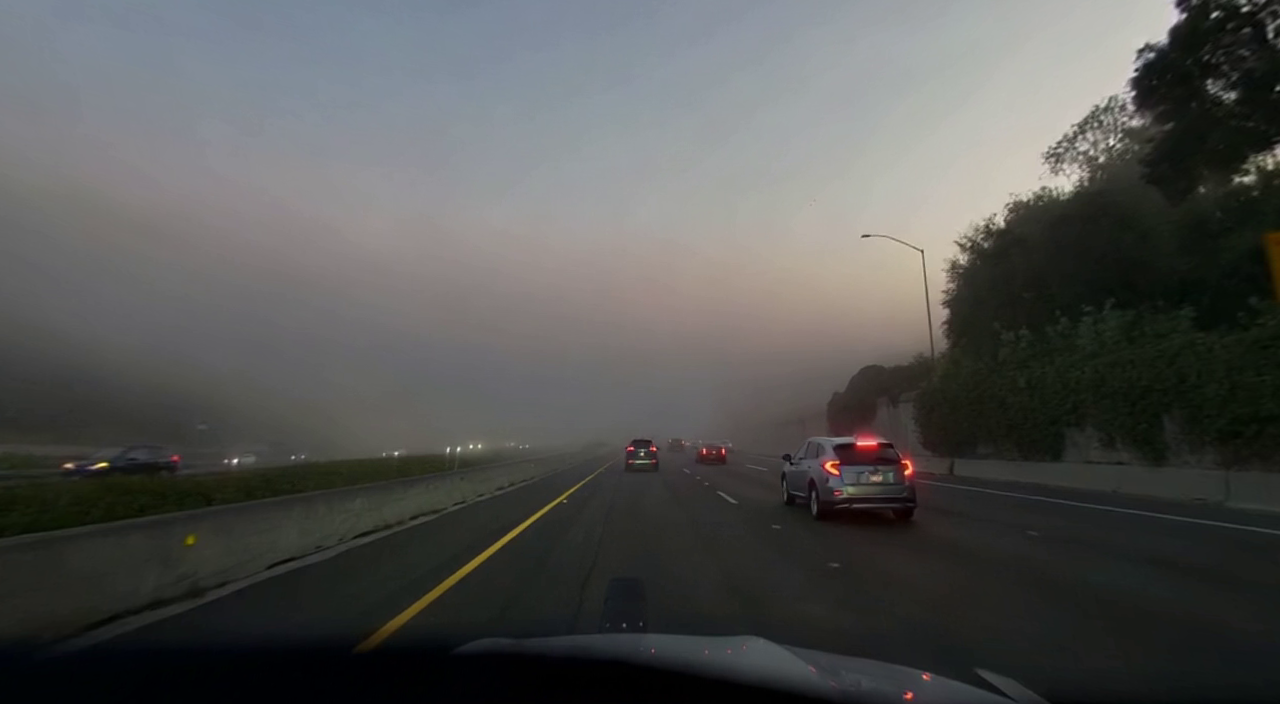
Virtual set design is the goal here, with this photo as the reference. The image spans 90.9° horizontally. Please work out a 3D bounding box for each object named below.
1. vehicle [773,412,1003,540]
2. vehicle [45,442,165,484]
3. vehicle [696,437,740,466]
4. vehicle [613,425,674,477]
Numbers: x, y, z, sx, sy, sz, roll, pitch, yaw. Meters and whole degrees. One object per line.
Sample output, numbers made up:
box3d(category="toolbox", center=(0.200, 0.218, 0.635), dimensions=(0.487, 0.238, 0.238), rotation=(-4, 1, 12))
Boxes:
box3d(category="vehicle", center=(3.739, 1.956, 10.575), dimensions=(2.003, 1.661, 4.418), rotation=(0, -8, -1))
box3d(category="vehicle", center=(-26.712, 5.516, 31.756), dimensions=(2.005, 1.908, 4.590), rotation=(0, -8, -1))
box3d(category="vehicle", center=(4.213, 5.458, 34.726), dimensions=(1.825, 1.487, 4.034), rotation=(0, -8, -1))
box3d(category="vehicle", center=(0.136, 3.862, 24.805), dimensions=(2.189, 1.852, 4.038), rotation=(0, -8, 0))
